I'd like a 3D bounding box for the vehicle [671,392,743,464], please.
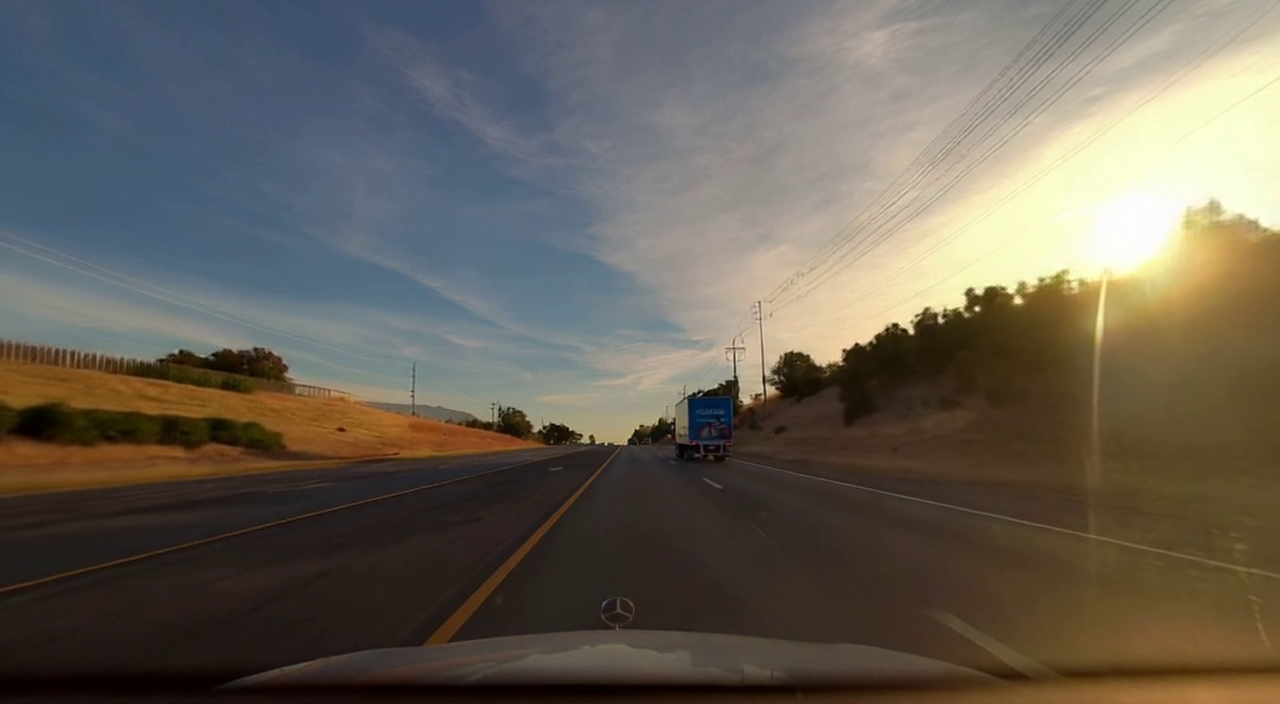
[{"bbox_3d":[3.671,4.559,37.077,3.037,3.672,9.136,0,-8,-1],"label":"vehicle"}]
